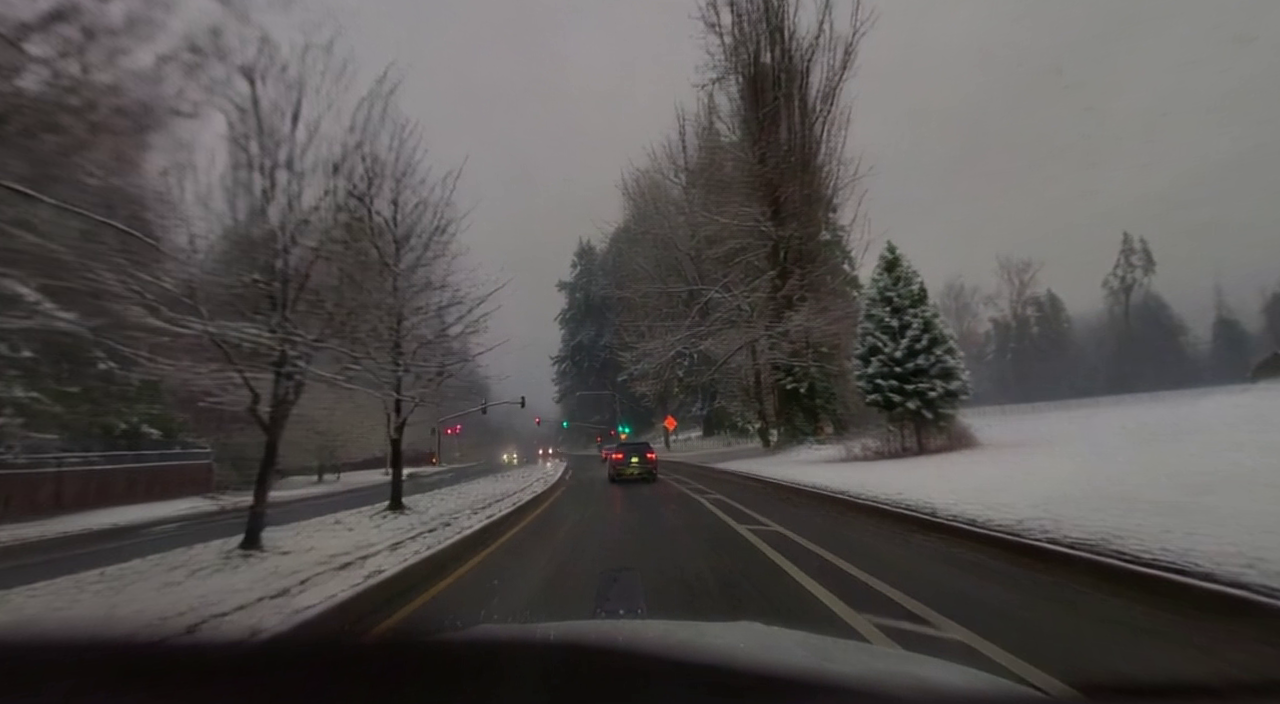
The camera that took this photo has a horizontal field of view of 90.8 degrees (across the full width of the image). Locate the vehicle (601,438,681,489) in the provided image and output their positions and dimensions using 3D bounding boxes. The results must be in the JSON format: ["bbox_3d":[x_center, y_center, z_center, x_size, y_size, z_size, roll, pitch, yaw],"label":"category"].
[{"bbox_3d":[-0.116,3.676,21.160,2.266,1.508,4.430,1,-9,-5],"label":"vehicle"}]
